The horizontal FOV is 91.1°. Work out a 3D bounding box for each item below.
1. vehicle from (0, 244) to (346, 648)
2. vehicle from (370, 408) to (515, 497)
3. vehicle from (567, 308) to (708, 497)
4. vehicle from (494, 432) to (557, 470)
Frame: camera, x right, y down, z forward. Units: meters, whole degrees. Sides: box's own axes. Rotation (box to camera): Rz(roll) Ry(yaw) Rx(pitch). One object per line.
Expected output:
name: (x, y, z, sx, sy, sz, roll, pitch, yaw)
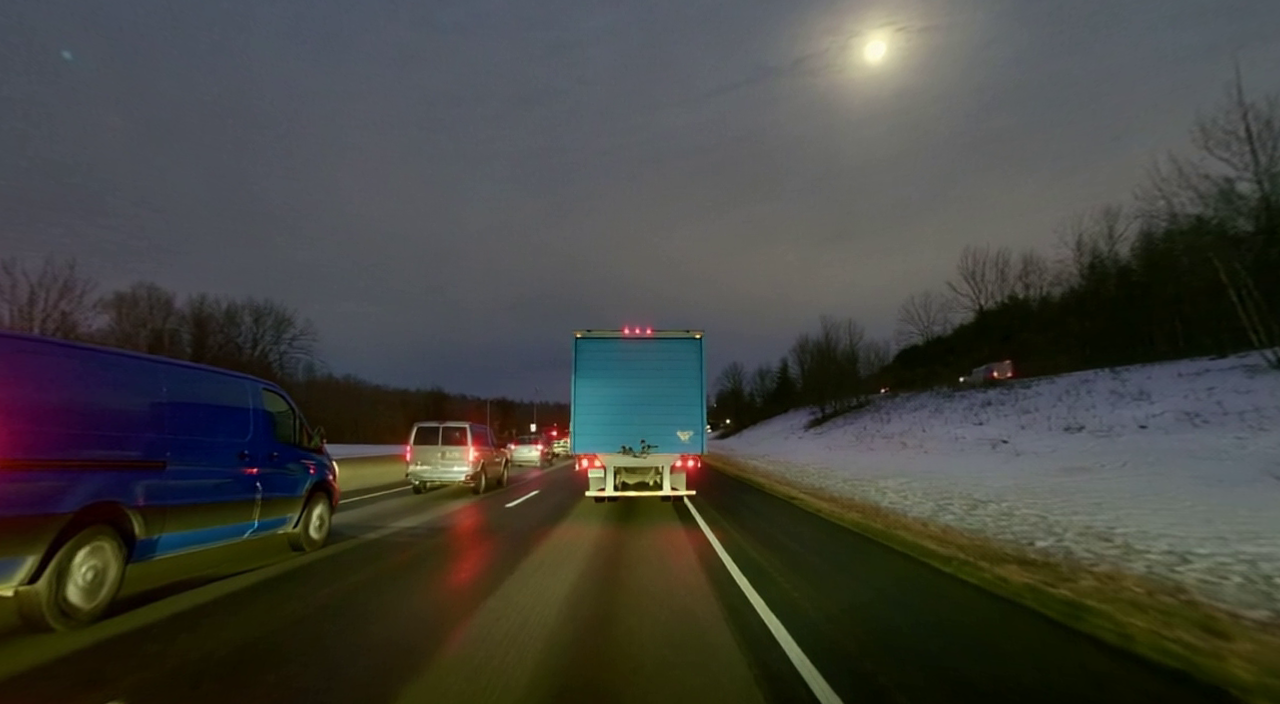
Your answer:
vehicle: (-5.260, 0.834, 5.743, 2.478, 2.515, 5.438, 0, -8, 0)
vehicle: (-4.926, 2.586, 16.590, 2.168, 1.985, 4.952, 0, -8, 0)
vehicle: (-0.060, 1.717, 18.421, 2.953, 4.041, 10.072, 0, -8, 0)
vehicle: (-4.897, 4.281, 27.512, 1.931, 1.539, 4.441, 0, -8, 0)
